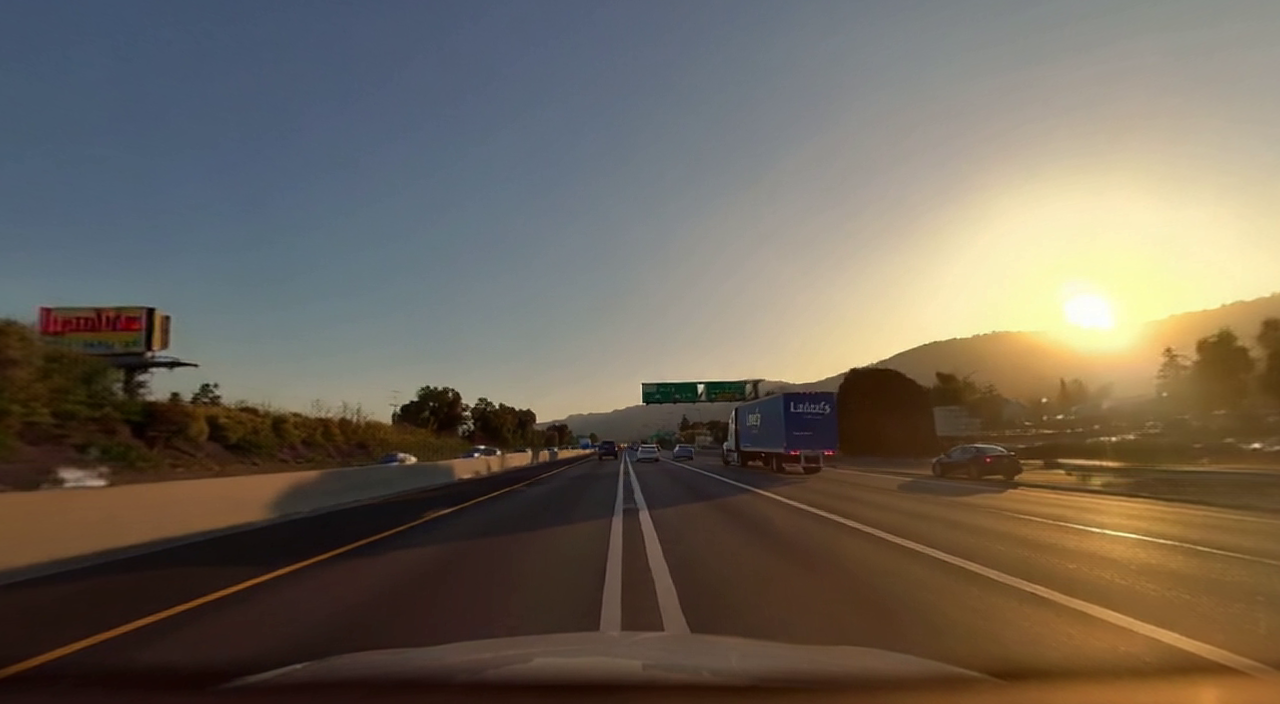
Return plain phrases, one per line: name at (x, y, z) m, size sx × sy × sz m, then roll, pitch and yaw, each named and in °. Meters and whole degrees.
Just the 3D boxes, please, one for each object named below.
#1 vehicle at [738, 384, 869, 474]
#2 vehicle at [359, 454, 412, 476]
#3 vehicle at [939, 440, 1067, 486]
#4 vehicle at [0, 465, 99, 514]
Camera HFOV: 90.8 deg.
vehicle at (8.855, 4.800, 37.615) m, size 2.892 × 4.128 × 16.495 m, roll 0°, pitch -9°, yaw -2°
vehicle at (-18.245, 8.105, 45.526) m, size 1.875 × 1.482 × 4.640 m, roll 0°, pitch -9°, yaw 0°
vehicle at (12.825, 3.945, 22.728) m, size 1.862 × 1.462 × 4.459 m, roll 0°, pitch -9°, yaw -2°
vehicle at (-21.623, 4.717, 21.897) m, size 1.794 × 1.459 × 4.460 m, roll 0°, pitch -9°, yaw -1°
